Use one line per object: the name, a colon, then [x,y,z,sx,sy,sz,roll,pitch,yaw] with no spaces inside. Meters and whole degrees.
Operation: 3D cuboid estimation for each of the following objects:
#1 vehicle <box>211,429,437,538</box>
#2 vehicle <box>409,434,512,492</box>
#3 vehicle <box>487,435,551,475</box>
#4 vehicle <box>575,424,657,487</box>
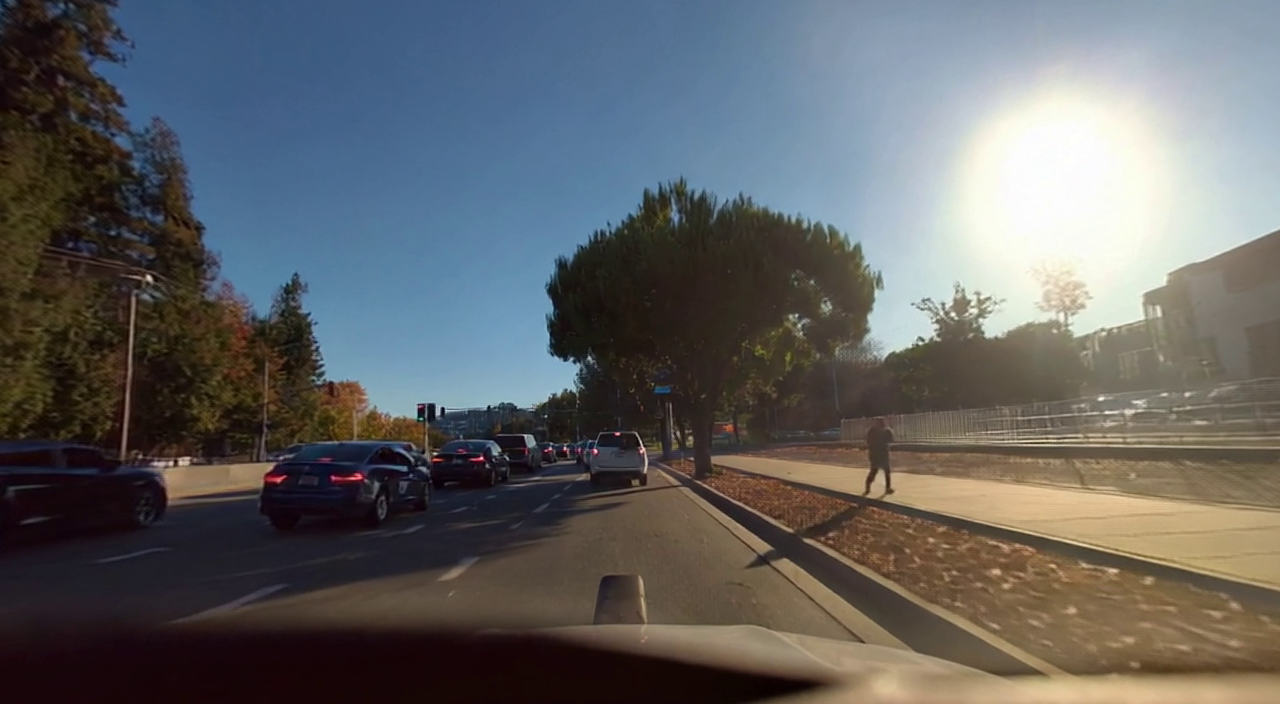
vehicle: [-5.424,2.295,11.618,2.069,1.616,4.108,0,-9,-1]
vehicle: [-5.632,3.541,20.517,2.010,1.674,4.484,0,-9,0]
vehicle: [-5.724,4.947,30.496,2.188,1.774,4.477,0,-9,0]
vehicle: [-0.781,3.348,20.638,2.368,1.829,4.293,0,-9,-2]
